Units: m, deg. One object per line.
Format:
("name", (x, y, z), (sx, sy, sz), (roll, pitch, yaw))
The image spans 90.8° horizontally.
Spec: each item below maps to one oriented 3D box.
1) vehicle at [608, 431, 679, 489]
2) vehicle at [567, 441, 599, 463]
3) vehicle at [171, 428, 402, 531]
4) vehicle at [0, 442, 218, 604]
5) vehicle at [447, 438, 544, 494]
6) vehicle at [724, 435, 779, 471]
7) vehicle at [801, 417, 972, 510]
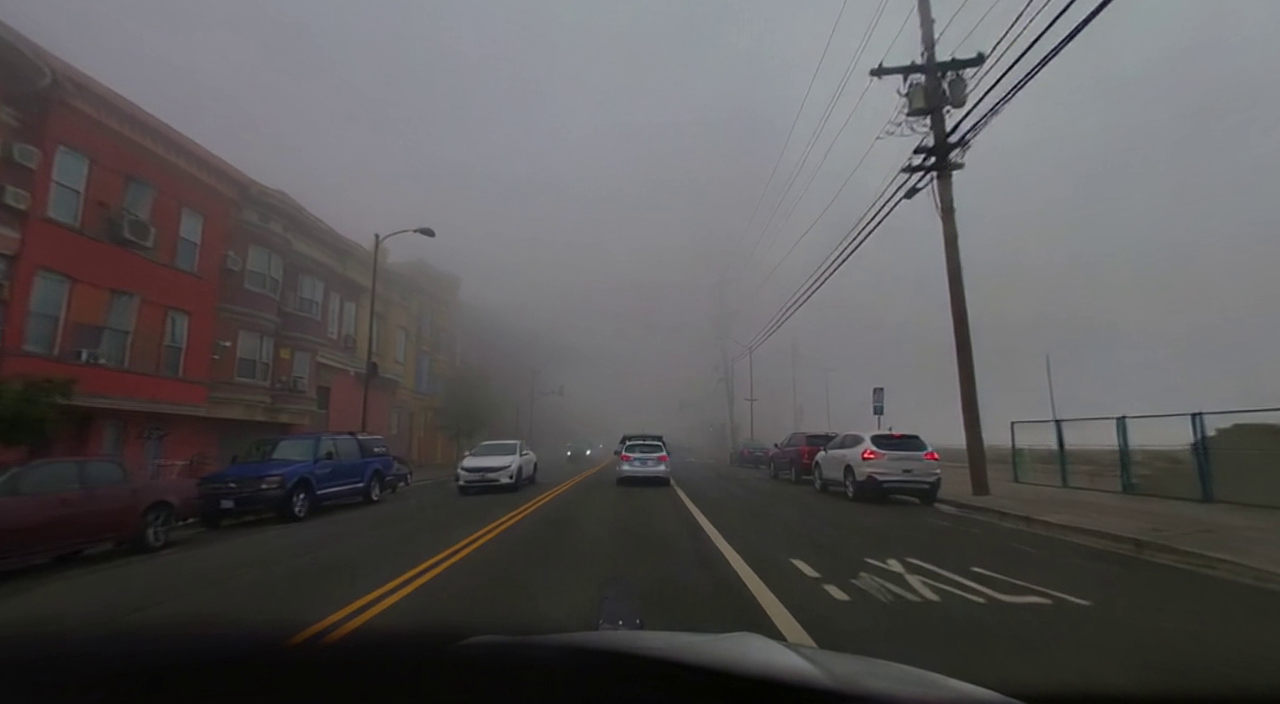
("vehicle", (0.121, 3.333, 19.737), (1.980, 1.635, 3.795), (0, -8, 1))
("vehicle", (-4.099, 7.279, 45.986), (1.968, 1.524, 4.304), (0, -8, 0))
("vehicle", (-7.397, 2.666, 14.126), (2.095, 1.847, 5.290), (0, -8, 0))
("vehicle", (-7.310, 1.854, 7.359), (1.928, 1.552, 4.234), (0, -8, -2))
("vehicle", (-4.273, 3.434, 19.457), (1.944, 1.515, 4.428), (0, -8, 0))
("vehicle", (6.437, 5.896, 37.136), (2.197, 1.917, 5.637), (0, -8, 0))
("vehicle", (6.271, 2.939, 17.116), (2.203, 2.052, 5.975), (0, -8, 0))
